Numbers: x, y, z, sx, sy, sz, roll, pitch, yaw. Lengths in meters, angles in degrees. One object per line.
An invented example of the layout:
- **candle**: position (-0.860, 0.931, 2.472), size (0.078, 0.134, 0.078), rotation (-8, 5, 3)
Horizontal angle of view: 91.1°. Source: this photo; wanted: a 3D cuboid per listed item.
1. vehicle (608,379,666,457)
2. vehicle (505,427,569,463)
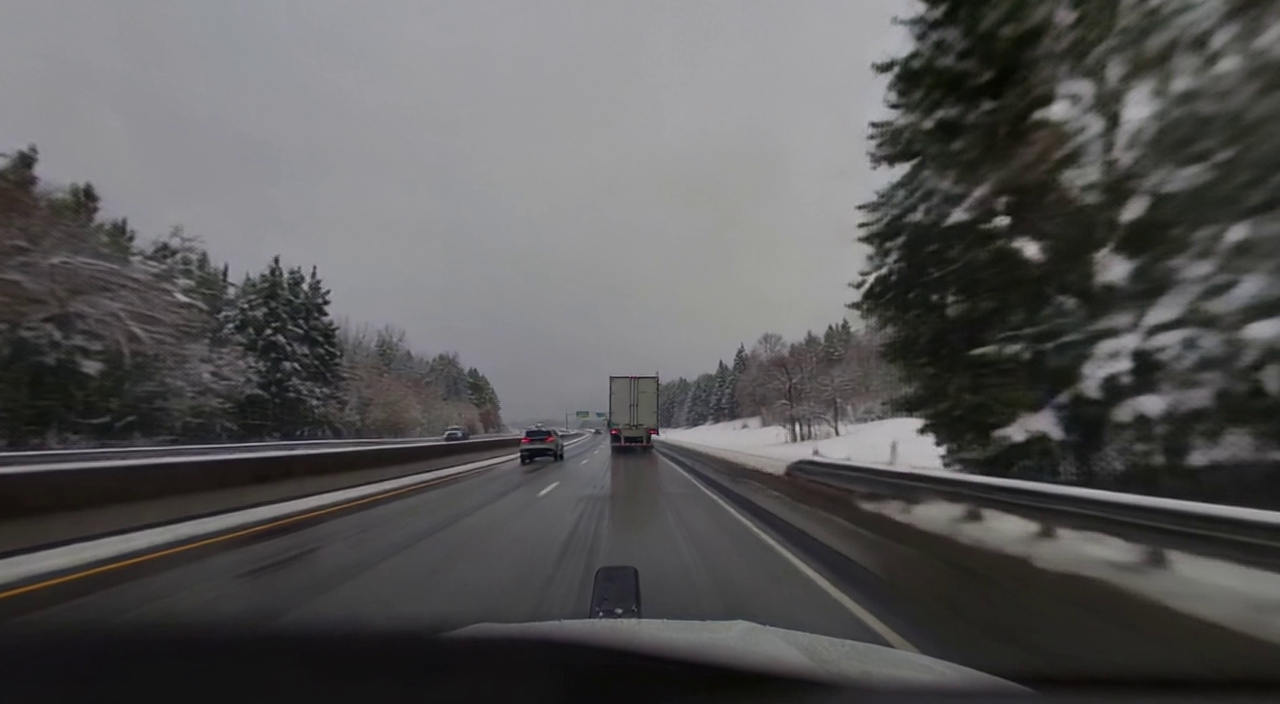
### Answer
- **vehicle**: position (-0.341, 4.194, 38.401), size (3.013, 4.016, 11.496), rotation (0, -8, -2)
- **vehicle**: position (-4.597, 4.230, 28.746), size (2.217, 1.495, 4.245), rotation (0, -8, 0)
